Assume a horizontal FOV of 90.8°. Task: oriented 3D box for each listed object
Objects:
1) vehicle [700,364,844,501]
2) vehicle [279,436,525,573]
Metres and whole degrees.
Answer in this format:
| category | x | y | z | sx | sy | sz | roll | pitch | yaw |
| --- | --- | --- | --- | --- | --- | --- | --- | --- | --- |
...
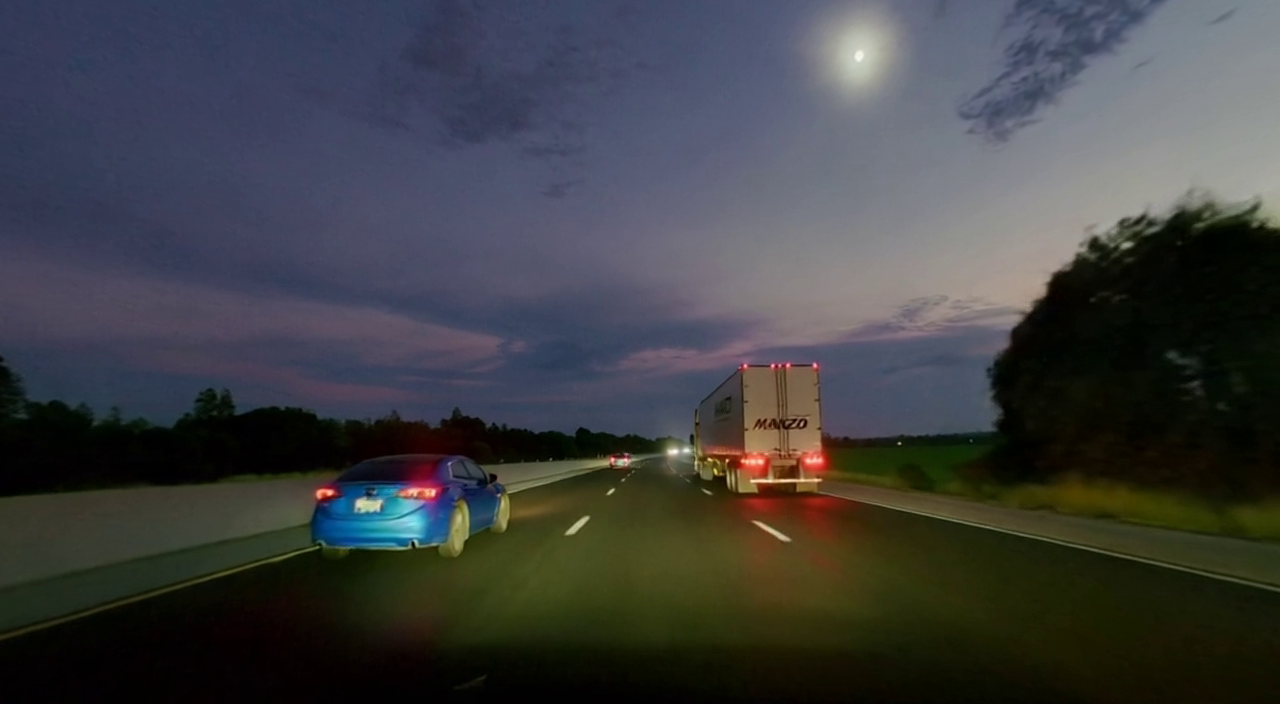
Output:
| category | x | y | z | sx | sy | sz | roll | pitch | yaw |
| --- | --- | --- | --- | --- | --- | --- | --- | --- | --- |
| vehicle | 4.555 | 3.411 | 25.649 | 2.832 | 4.034 | 13.924 | 0 | -9 | 0 |
| vehicle | -3.112 | 2.064 | 9.399 | 1.945 | 1.537 | 4.294 | 0 | -9 | 1 |
